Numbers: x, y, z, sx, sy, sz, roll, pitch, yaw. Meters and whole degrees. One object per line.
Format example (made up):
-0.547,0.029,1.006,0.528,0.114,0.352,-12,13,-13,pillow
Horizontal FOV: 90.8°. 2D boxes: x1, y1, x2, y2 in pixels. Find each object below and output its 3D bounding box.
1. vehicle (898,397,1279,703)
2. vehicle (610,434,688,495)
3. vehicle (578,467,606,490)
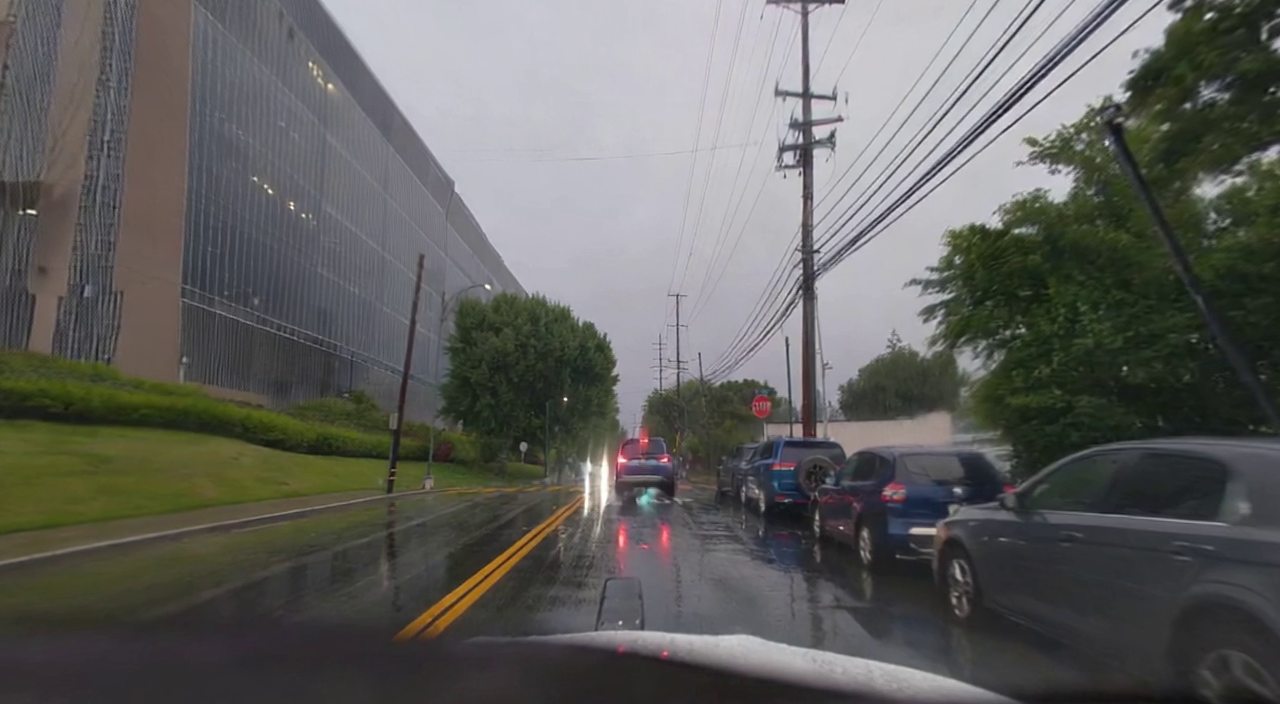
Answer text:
3.358,1.144,3.531,2.041,1.581,4.089,0,-8,-1,vehicle
0.438,3.720,21.315,2.214,1.789,4.872,-1,-8,5,vehicle
-3.684,9.750,48.997,1.911,1.563,4.057,0,-8,-1,vehicle
